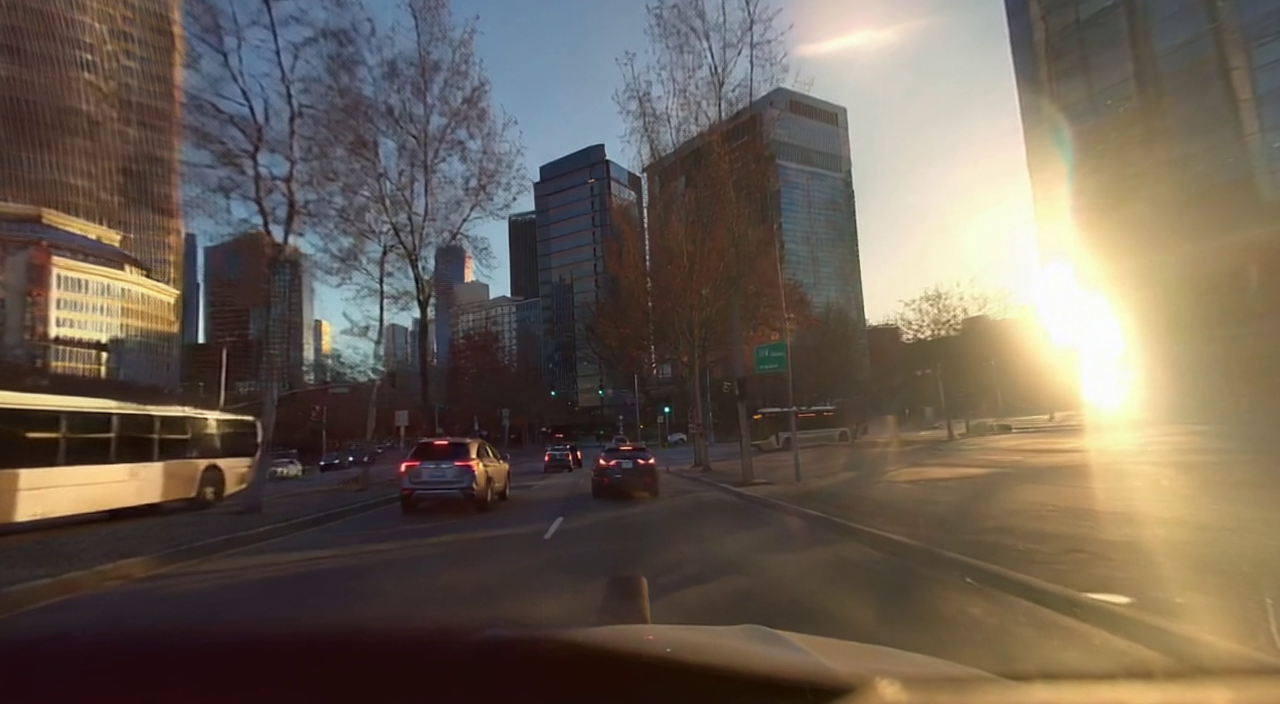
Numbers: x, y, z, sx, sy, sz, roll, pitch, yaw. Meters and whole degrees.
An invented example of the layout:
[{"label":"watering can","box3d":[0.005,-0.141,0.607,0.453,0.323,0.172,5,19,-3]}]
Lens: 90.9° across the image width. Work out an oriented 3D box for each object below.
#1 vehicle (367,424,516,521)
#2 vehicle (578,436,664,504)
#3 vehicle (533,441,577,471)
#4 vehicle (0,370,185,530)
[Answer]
[{"label":"vehicle","box3d":[-3.772,2.357,12.736,1.848,1.641,3.686,0,-9,-1]},{"label":"vehicle","box3d":[-0.507,2.932,16.024,1.933,1.504,3.802,1,-9,-3]},{"label":"vehicle","box3d":[-4.572,5.631,34.353,1.961,1.517,4.202,1,-9,-2]},{"label":"vehicle","box3d":[-14.928,2.095,13.522,3.063,3.298,9.918,0,-9,-1]}]
